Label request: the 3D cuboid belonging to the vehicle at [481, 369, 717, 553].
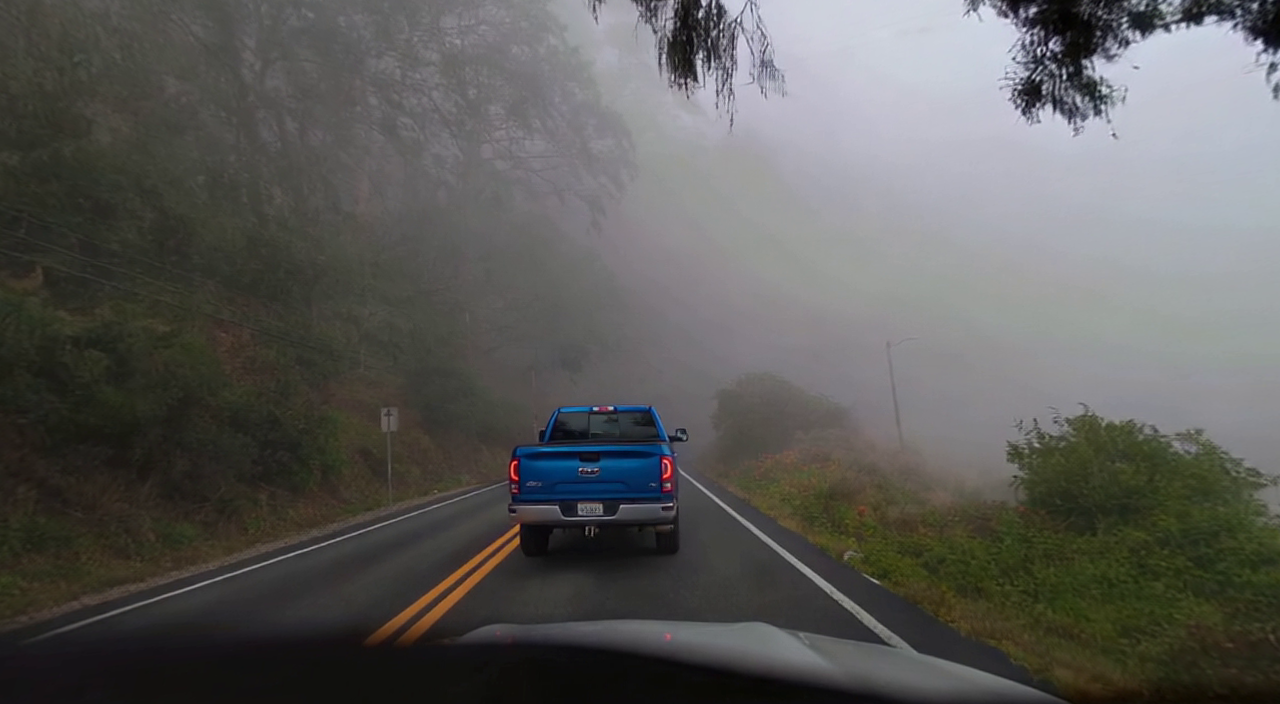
[{"bbox_3d":[-0.526,1.749,10.688,2.837,2.223,5.885,0,-8,-1],"label":"vehicle"}]
